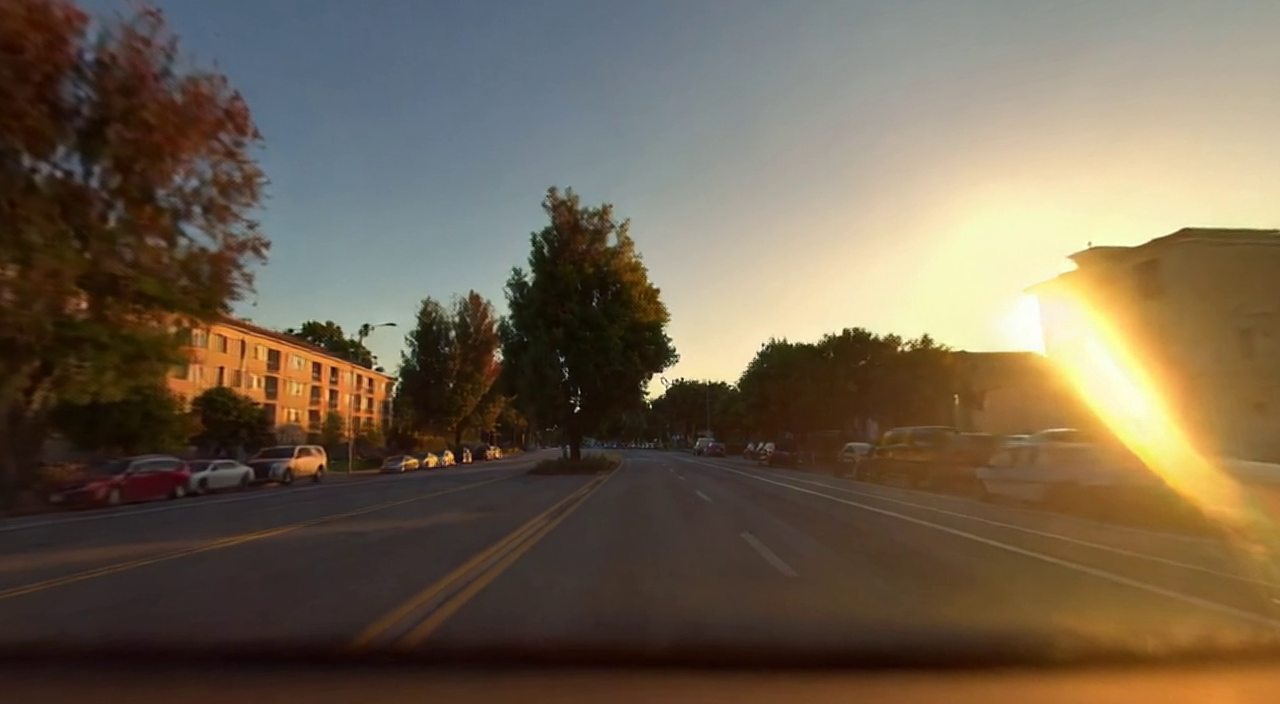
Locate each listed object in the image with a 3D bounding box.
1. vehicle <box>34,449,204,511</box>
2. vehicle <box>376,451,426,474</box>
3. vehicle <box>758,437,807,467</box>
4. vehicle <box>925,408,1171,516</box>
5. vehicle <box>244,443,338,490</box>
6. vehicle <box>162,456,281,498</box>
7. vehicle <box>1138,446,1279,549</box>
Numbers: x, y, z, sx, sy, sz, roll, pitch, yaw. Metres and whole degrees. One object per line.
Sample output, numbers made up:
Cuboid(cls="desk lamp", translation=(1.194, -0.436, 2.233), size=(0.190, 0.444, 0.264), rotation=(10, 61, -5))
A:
Cuboid(cls="vehicle", translation=(-17.084, 4.168, 21.057), size=(1.913, 1.744, 4.478), rotation=(0, -8, -2))
Cuboid(cls="vehicle", translation=(-16.905, 7.825, 44.802), size=(1.891, 1.474, 4.437), rotation=(-1, -8, -2))
Cuboid(cls="vehicle", translation=(10.112, 7.155, 45.169), size=(2.091, 1.962, 5.091), rotation=(1, -9, -2))
Cuboid(cls="vehicle", translation=(9.599, 2.668, 15.723), size=(2.115, 2.151, 5.826), rotation=(1, -9, -1))
Cuboid(cls="vehicle", translation=(-16.974, 5.536, 30.972), size=(2.046, 1.945, 4.688), rotation=(-1, -7, -2))
Cuboid(cls="vehicle", translation=(-16.946, 5.041, 25.851), size=(1.740, 1.442, 4.678), rotation=(-1, -8, -1))
Cuboid(cls="vehicle", translation=(9.837, 2.054, 8.967), size=(1.841, 1.424, 4.437), rotation=(0, -9, 0))
